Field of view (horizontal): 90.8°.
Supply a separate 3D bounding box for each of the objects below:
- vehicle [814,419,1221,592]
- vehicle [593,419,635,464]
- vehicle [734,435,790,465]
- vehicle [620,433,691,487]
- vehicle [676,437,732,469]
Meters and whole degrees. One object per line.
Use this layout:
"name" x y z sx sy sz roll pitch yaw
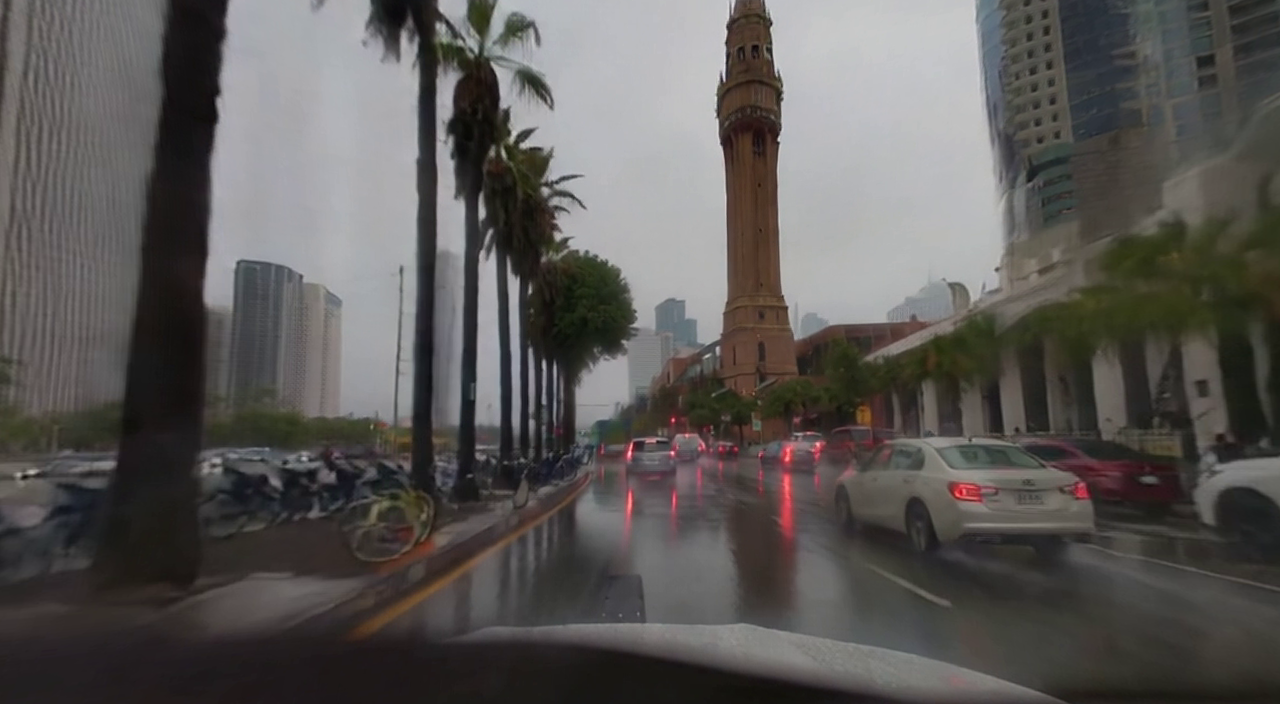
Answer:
"vehicle" 4.018 1.707 8.009 2.116 1.500 4.702 0 -8 -2
"vehicle" -1.919 6.263 44.133 2.400 2.872 6.053 1 -9 -7
"vehicle" 7.310 5.919 38.255 2.067 1.641 4.569 1 -9 -6
"vehicle" 0.406 3.526 20.945 2.111 1.605 3.832 0 -8 -2
"vehicle" 3.318 5.339 33.554 1.981 1.572 4.718 1 -9 -6
